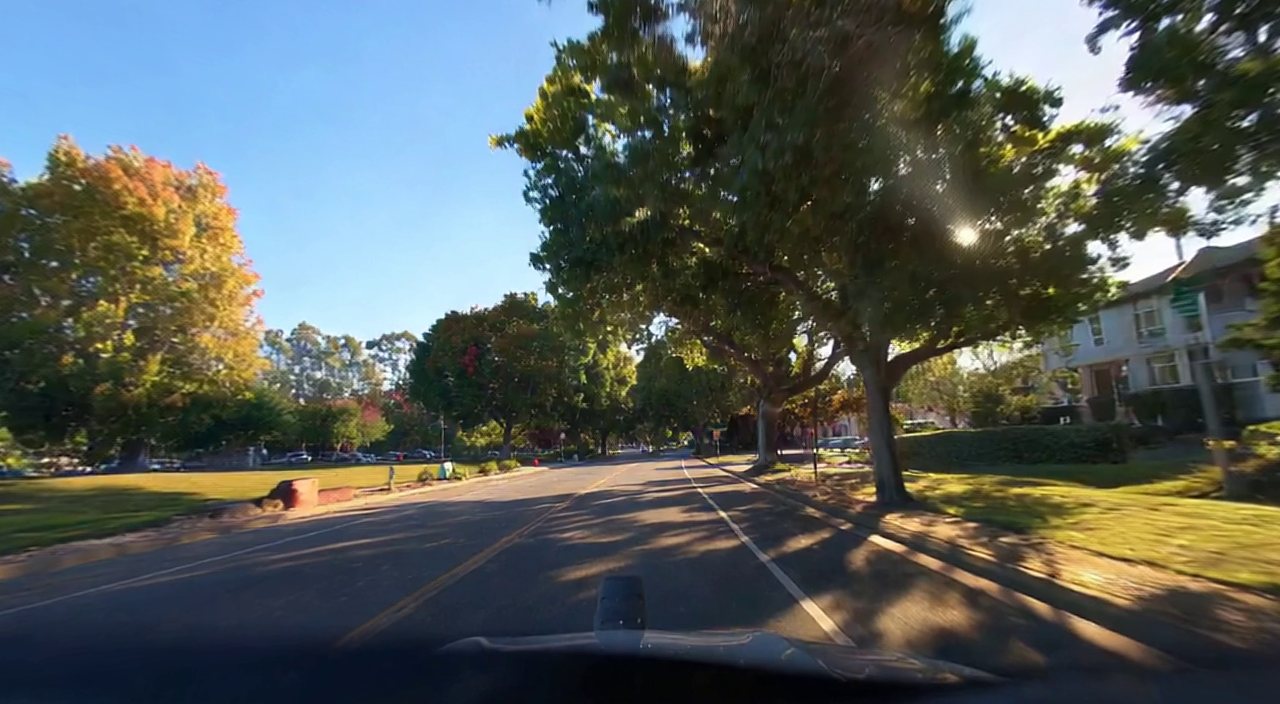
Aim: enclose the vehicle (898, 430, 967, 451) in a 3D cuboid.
[{"bbox_3d":[22.228,6.741,48.116,4.293,1.473,1.843,-1,-7,3],"label":"vehicle"}]
